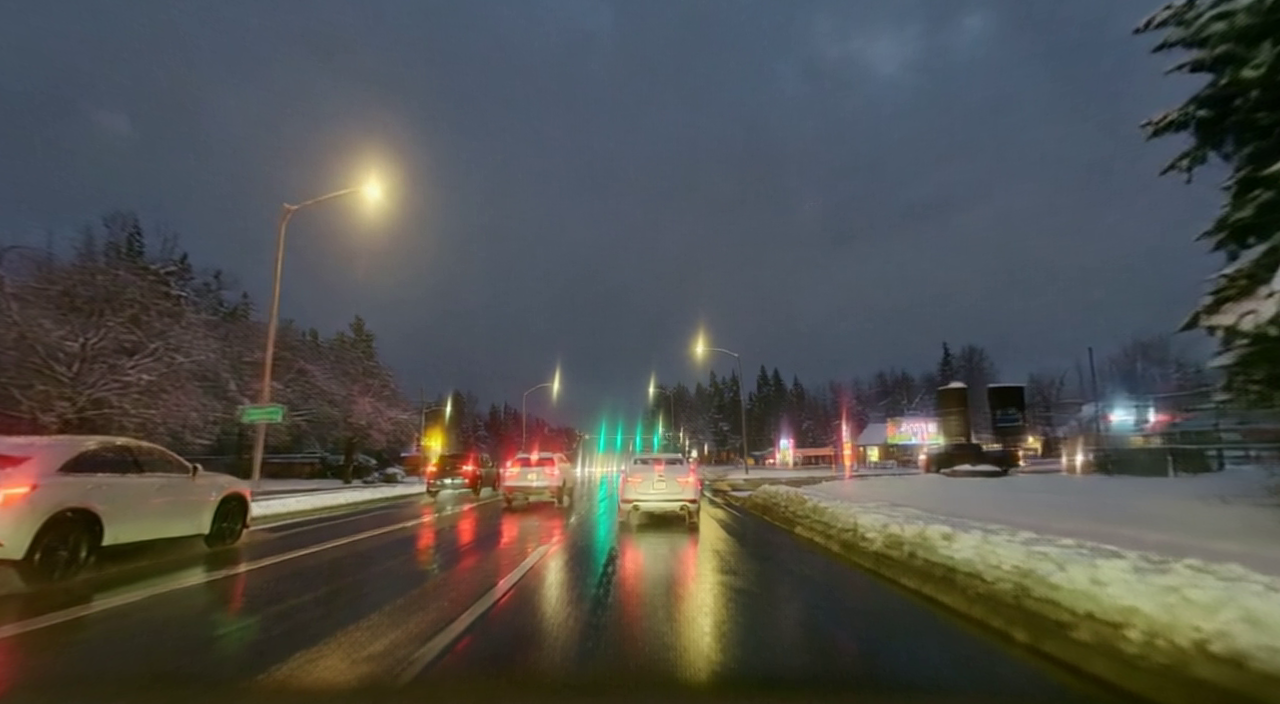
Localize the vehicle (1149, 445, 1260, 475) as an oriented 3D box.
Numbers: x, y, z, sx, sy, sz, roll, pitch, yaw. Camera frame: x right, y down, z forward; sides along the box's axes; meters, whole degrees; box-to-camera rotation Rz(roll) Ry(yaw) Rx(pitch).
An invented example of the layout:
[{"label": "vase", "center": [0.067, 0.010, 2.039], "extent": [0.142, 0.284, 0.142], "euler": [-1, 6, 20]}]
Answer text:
[{"label": "vehicle", "center": [30.519, 5.798, 34.141], "extent": [1.757, 1.496, 4.200], "euler": [7, -11, -42]}]

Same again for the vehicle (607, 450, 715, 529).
[{"label": "vehicle", "center": [0.449, 2.982, 14.286], "extent": [2.091, 1.494, 3.962], "euler": [0, -9, 1]}]

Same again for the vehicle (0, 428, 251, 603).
[{"label": "vehicle", "center": [-7.084, 1.800, 7.595], "extent": [1.968, 1.657, 4.230], "euler": [0, -9, 1]}]

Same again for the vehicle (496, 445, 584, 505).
[{"label": "vehicle", "center": [-3.164, 3.992, 20.999], "extent": [2.055, 1.725, 4.732], "euler": [0, -9, 1]}]

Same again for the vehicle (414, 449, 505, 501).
[{"label": "vehicle", "center": [-6.748, 4.601, 24.062], "extent": [2.032, 1.767, 4.549], "euler": [0, -9, 1]}]

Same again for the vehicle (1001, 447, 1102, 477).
[{"label": "vehicle", "center": [22.458, 6.012, 34.436], "extent": [4.220, 1.550, 1.935], "euler": [-9, -13, 43]}]

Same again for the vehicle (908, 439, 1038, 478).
[{"label": "vehicle", "center": [18.220, 5.808, 34.672], "extent": [5.852, 1.962, 2.323], "euler": [-8, -12, 41]}]
